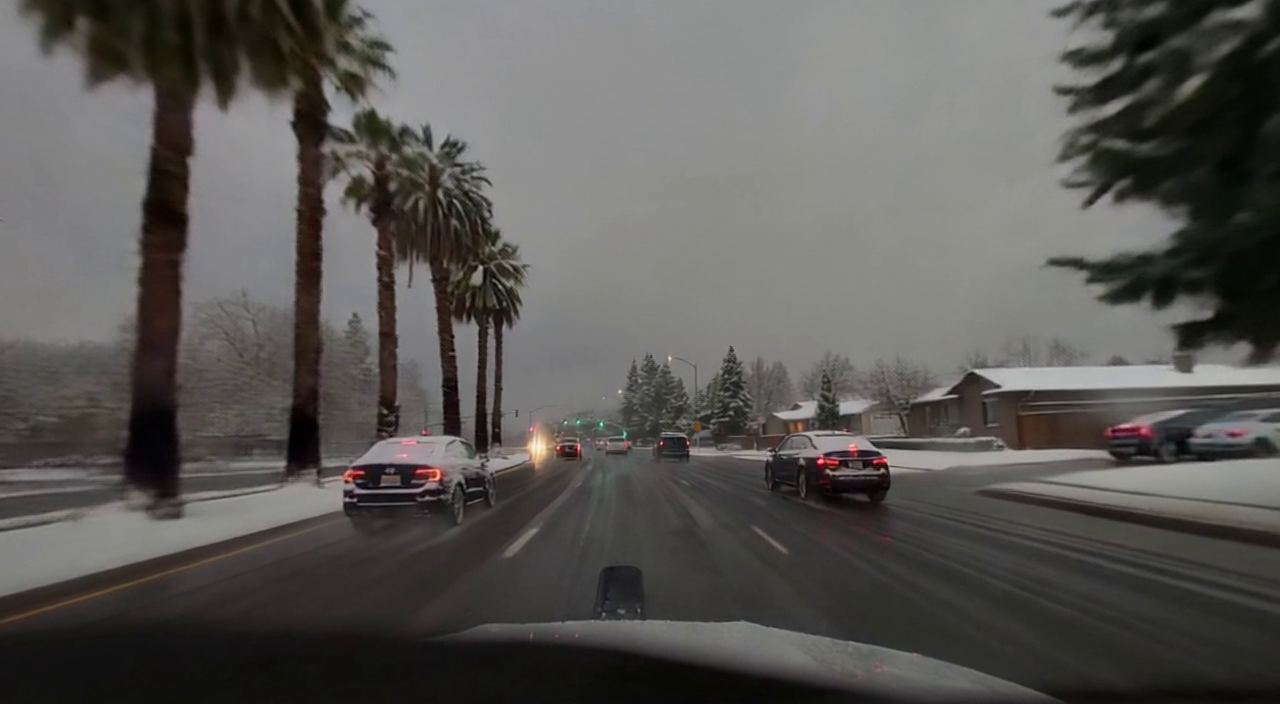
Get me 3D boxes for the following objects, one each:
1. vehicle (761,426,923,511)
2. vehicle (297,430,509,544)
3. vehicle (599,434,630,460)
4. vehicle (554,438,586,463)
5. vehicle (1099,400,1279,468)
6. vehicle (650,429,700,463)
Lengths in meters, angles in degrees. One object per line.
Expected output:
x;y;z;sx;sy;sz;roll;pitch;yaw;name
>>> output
3.994;2.364;13.279;1.870;1.491;4.009;0;-8;-3;vehicle
-3.540;2.073;10.426;1.924;1.473;4.200;0;-8;-1;vehicle
-1.950;7.175;47.775;2.164;1.867;4.254;0;-8;-5;vehicle
-4.578;6.482;41.780;1.922;1.577;4.140;0;-8;-5;vehicle
16.072;2.376;17.985;1.978;1.669;4.515;2;-9;-15;vehicle
2.085;5.918;39.870;2.391;1.960;5.600;0;-8;-4;vehicle
